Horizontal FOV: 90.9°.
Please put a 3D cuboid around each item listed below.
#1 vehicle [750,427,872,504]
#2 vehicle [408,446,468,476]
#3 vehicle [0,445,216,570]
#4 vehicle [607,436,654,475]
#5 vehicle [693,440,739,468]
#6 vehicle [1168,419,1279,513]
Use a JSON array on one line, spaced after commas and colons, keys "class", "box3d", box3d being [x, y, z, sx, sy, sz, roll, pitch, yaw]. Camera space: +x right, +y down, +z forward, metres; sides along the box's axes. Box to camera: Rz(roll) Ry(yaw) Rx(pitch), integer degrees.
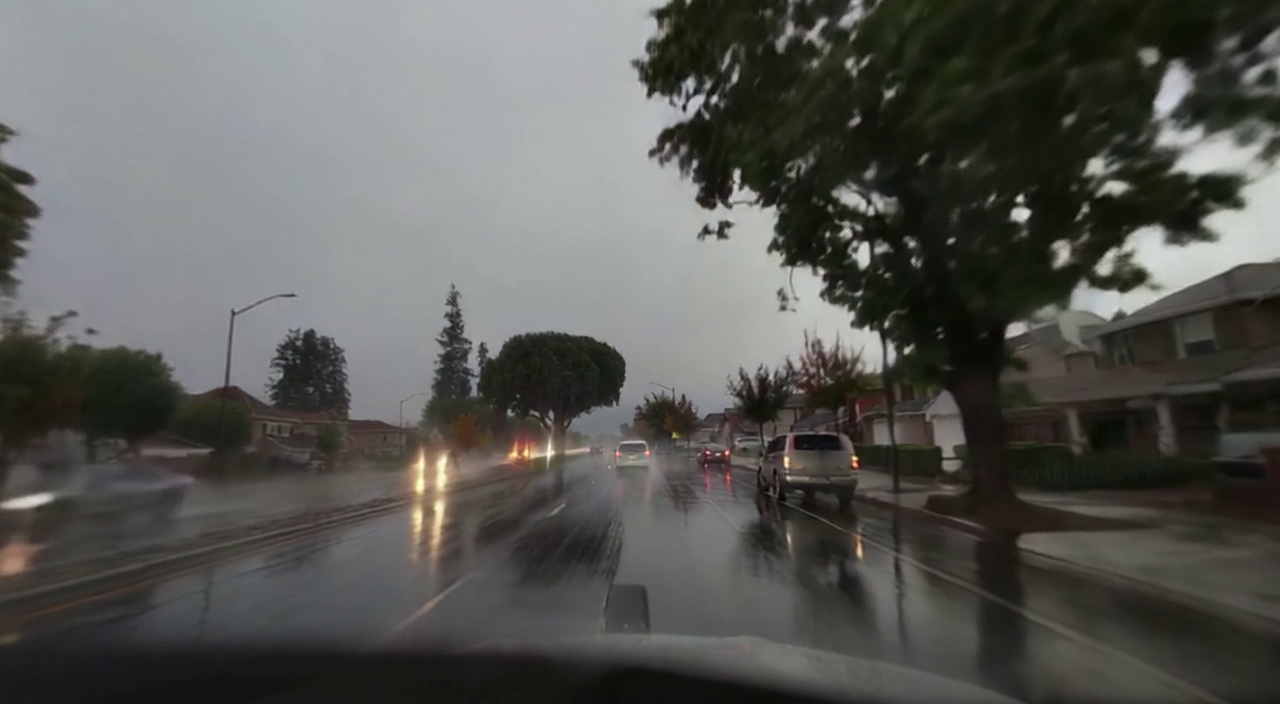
[{"class": "vehicle", "box3d": [4.144, 2.818, 16.049, 1.992, 1.695, 4.101, 0, -8, 1]}, {"class": "vehicle", "box3d": [-11.456, 6.176, 36.078, 1.914, 1.476, 4.702, -3, -8, 0]}, {"class": "vehicle", "box3d": [-8.778, 2.127, 9.285, 2.063, 1.493, 4.447, 0, -8, -2]}, {"class": "vehicle", "box3d": [-0.417, 4.766, 29.310, 2.024, 1.655, 4.301, 0, -8, 0]}, {"class": "vehicle", "box3d": [4.406, 5.994, 37.158, 2.020, 1.518, 4.255, 0, -8, -2]}, {"class": "vehicle", "box3d": [12.206, 1.947, 10.976, 4.297, 1.478, 1.866, 0, -8, 0]}]
